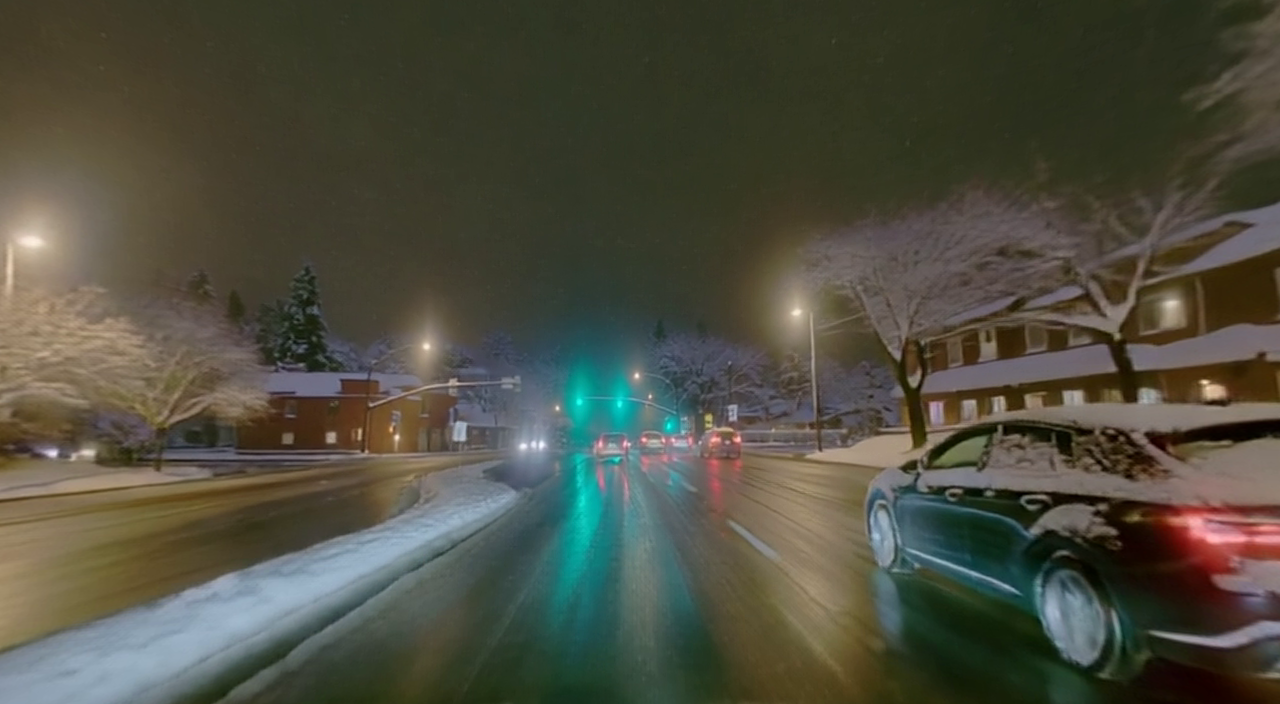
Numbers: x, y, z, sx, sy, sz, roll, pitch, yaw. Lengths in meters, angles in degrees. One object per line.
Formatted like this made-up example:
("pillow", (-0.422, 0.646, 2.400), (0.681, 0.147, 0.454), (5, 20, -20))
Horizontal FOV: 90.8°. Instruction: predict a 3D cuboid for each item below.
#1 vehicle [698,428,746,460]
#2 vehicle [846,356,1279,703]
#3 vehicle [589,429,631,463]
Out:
("vehicle", (5.246, 5.956, 41.222), (2.052, 1.886, 5.297), (0, -8, -5))
("vehicle", (3.355, 1.142, 4.783), (1.893, 1.664, 4.670), (0, -8, -1))
("vehicle", (-1.639, 4.994, 33.730), (2.101, 1.641, 4.341), (0, -8, -4))
